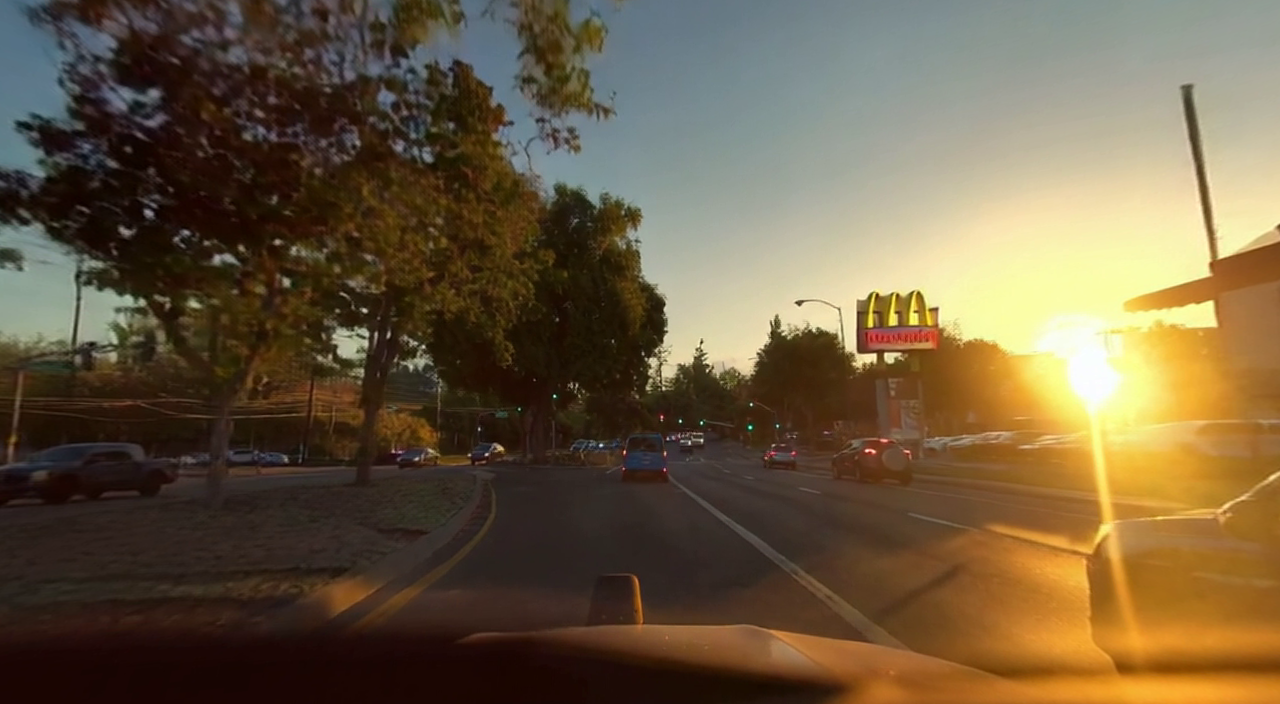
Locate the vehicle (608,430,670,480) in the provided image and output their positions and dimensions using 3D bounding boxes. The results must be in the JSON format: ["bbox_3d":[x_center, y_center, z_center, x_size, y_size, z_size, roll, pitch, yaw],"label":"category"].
[{"bbox_3d":[-0.078,4.347,26.880,2.402,1.938,4.535,0,-9,-1],"label":"vehicle"}]

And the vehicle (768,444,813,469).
[{"bbox_3d":[9.425,6.561,39.829,1.879,1.517,4.006,0,-9,0],"label":"vehicle"}]

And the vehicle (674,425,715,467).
[{"bbox_3d":[3.576,6.252,42.061,2.239,2.586,4.586,0,-8,-1],"label":"vehicle"}]

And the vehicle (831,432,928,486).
[{"bbox_3d":[8.814,3.971,23.701,1.977,1.786,4.344,0,-9,2],"label":"vehicle"}]

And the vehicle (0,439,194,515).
[{"bbox_3d":[-14.408,3.231,16.658,2.136,1.676,4.371,-1,-9,-2],"label":"vehicle"}]

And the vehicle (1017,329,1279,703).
[{"bbox_3d":[3.422,0.680,1.676,2.076,1.716,4.416,0,-9,0],"label":"vehicle"}]
